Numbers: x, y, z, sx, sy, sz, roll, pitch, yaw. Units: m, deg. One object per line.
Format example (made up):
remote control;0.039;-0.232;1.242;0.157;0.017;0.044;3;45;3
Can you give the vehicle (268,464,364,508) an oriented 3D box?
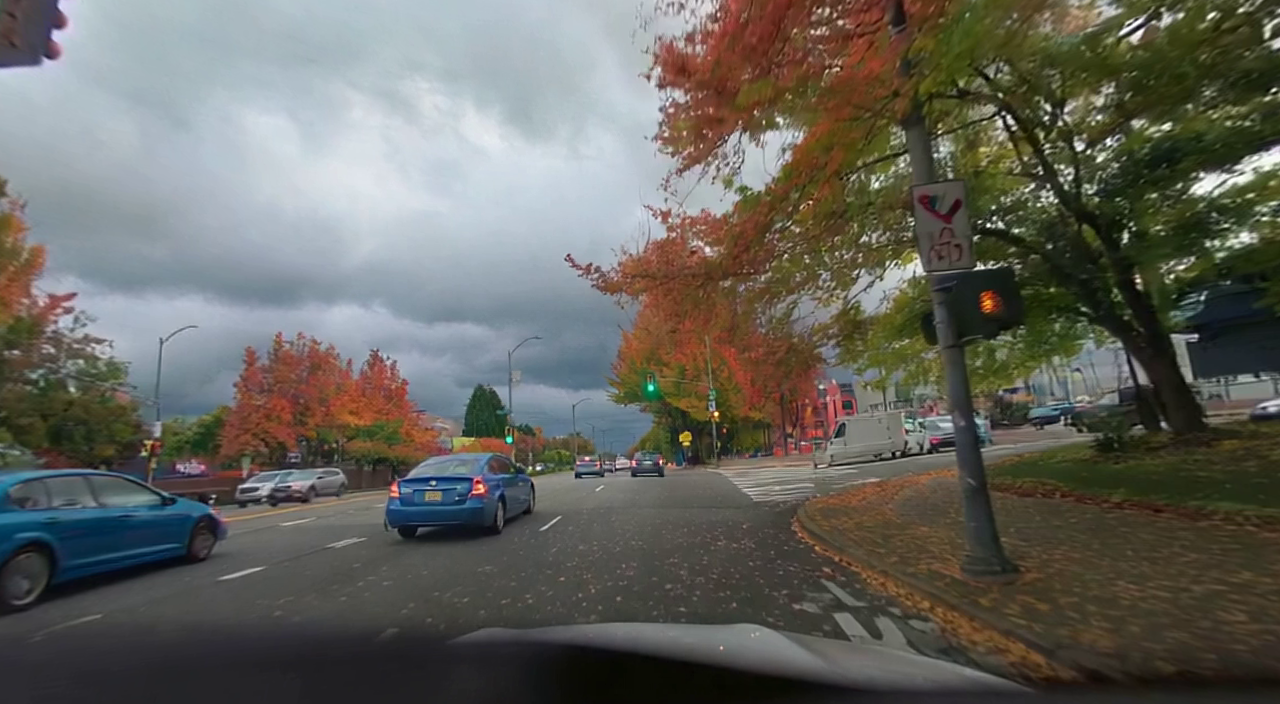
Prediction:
vehicle;-15.353;6.335;30.169;2.012;1.787;4.557;0;-9;2

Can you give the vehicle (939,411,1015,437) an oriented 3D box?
vehicle;23.291;5.062;43.746;1.906;1.621;4.563;3;-9;-16

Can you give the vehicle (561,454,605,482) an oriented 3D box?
vehicle;-3.376;6.932;37.919;2.068;1.482;4.490;0;-9;2

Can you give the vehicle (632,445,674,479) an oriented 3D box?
vehicle;0.656;5.871;33.864;2.144;1.704;4.028;0;-9;0

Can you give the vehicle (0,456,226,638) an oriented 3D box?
vehicle;-6.764;1.917;6.542;1.932;1.596;4.247;0;-9;1

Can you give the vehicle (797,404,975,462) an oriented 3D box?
vehicle;10.227;3.462;26.623;6.464;2.280;2.483;1;-9;-4

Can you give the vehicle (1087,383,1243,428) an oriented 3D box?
vehicle;22.158;2.291;26.735;4.625;1.760;2.065;0;-9;3

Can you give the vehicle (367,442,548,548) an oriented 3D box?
vehicle;-3.279;2.648;12.448;2.085;1.663;4.513;0;-9;2
